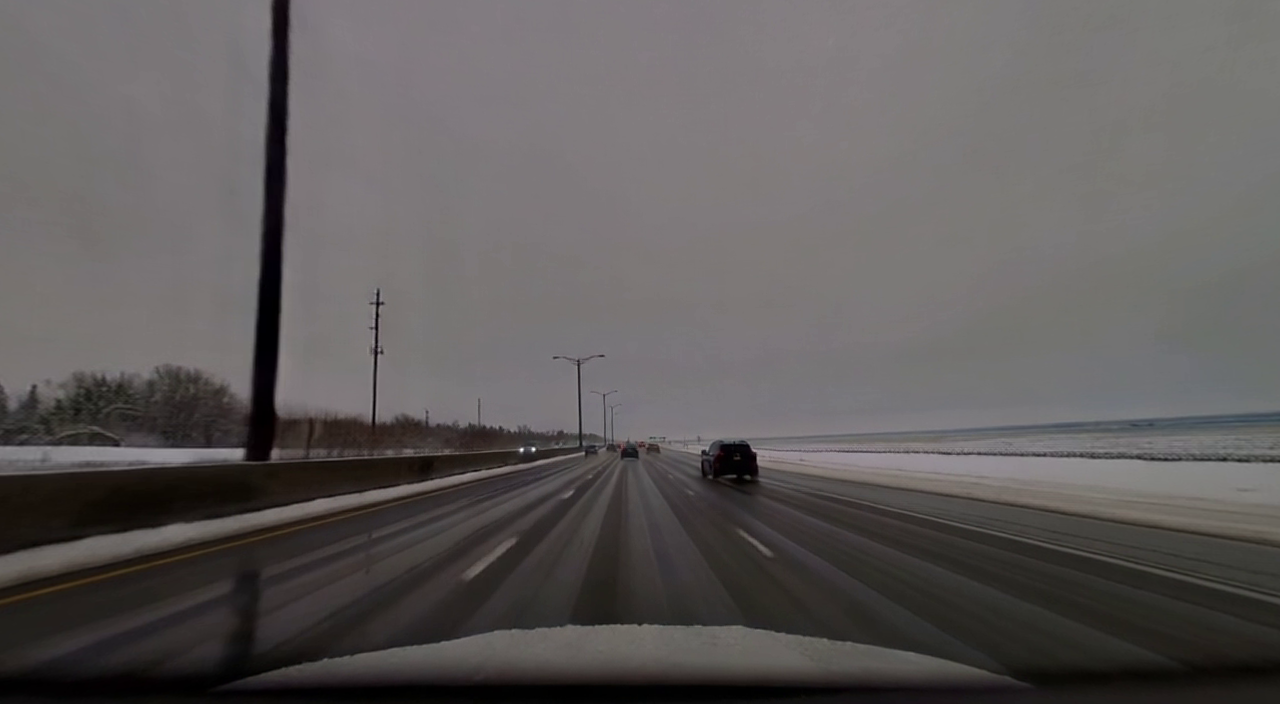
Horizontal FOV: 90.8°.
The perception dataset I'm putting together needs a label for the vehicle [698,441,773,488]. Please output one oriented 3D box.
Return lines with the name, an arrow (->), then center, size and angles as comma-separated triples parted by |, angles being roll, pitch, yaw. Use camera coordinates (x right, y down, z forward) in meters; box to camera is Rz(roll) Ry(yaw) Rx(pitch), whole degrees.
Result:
vehicle -> 3.267, 3.967, 22.574 | 1.890, 1.490, 4.373 | 0, -8, -1
